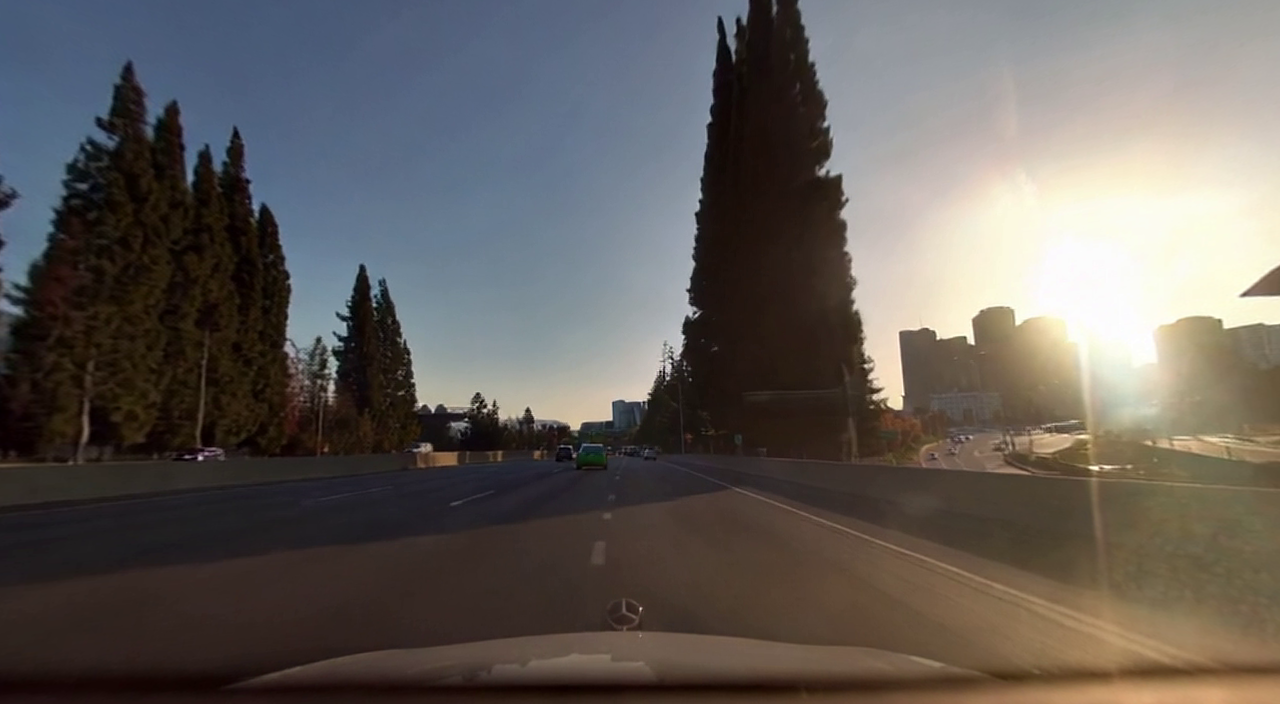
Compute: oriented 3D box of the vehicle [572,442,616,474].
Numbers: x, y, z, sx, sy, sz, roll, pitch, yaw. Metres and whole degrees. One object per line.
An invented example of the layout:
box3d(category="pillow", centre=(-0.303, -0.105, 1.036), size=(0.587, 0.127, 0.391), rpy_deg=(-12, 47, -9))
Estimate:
box3d(category="vehicle", centre=(-2.740, 6.457, 38.667), size=(2.302, 1.810, 4.707), rpy_deg=(0, -9, 0))
